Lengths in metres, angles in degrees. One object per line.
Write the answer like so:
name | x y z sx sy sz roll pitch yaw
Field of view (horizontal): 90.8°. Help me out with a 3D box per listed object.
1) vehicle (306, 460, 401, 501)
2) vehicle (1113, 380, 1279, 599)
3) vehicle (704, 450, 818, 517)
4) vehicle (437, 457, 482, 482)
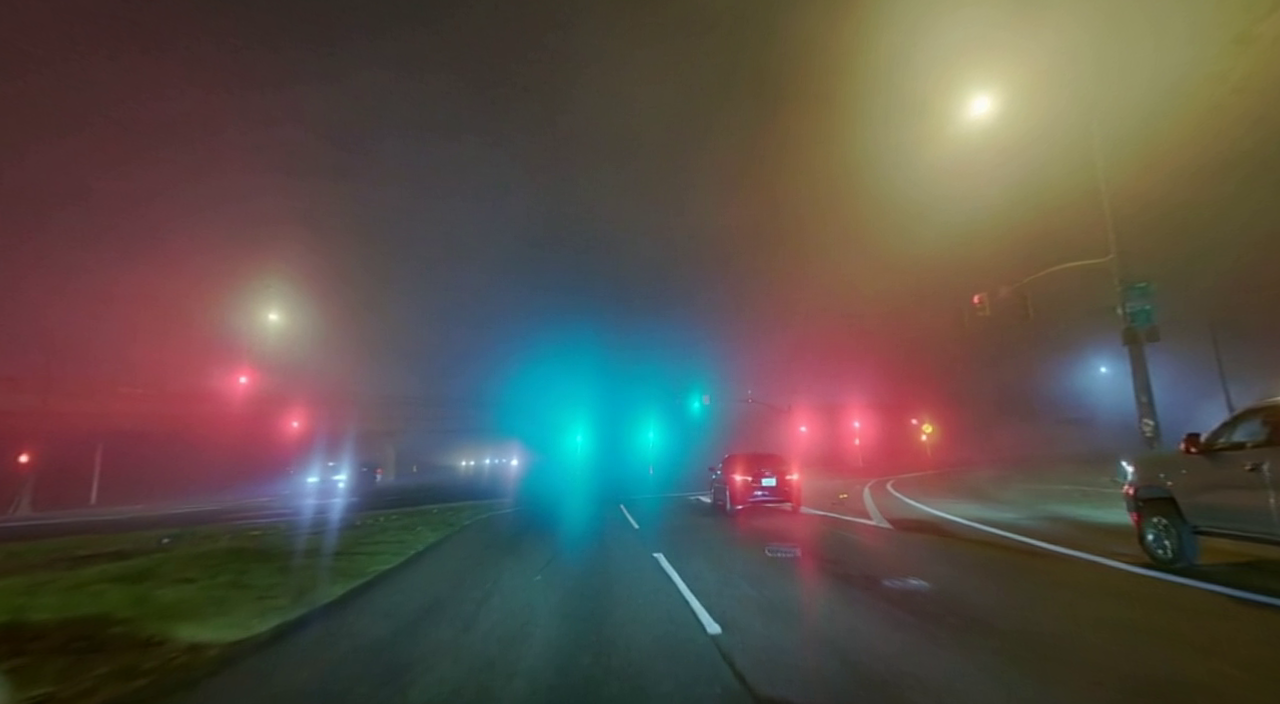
vehicle | -13.078 5.850 29.251 2.126 1.506 5.411 -3 -9 -3
vehicle | 6.400 1.051 4.637 2.007 1.828 4.896 0 -9 0
vehicle | 2.867 3.225 16.110 1.909 1.425 4.521 0 -9 -1
vehicle | -13.775 8.973 48.539 2.201 1.716 4.830 -2 -9 -2
